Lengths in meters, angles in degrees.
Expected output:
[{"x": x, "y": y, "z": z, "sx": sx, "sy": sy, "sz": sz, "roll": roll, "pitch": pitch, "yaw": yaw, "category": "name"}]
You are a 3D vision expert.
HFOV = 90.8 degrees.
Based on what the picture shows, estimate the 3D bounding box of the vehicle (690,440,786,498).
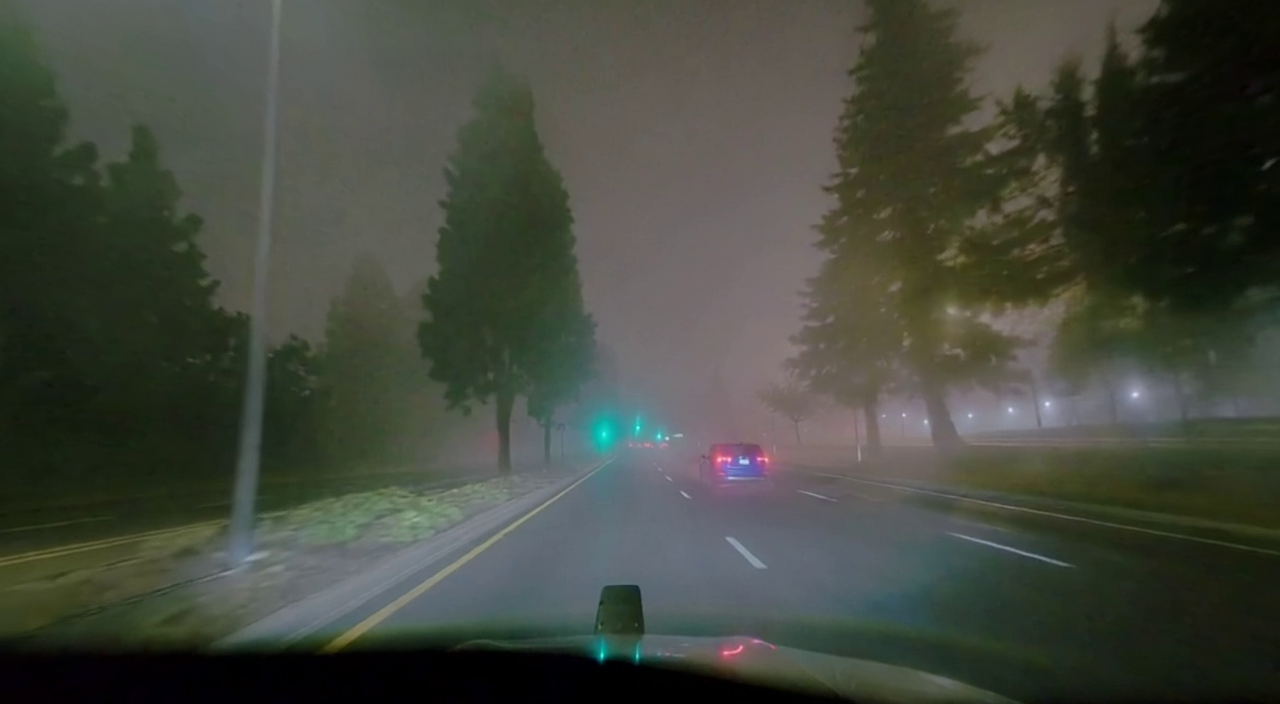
[{"x": 2.711, "y": 3.348, "z": 18.508, "sx": 2.056, "sy": 1.483, "sz": 4.091, "roll": 0, "pitch": -8, "yaw": -2, "category": "vehicle"}]
